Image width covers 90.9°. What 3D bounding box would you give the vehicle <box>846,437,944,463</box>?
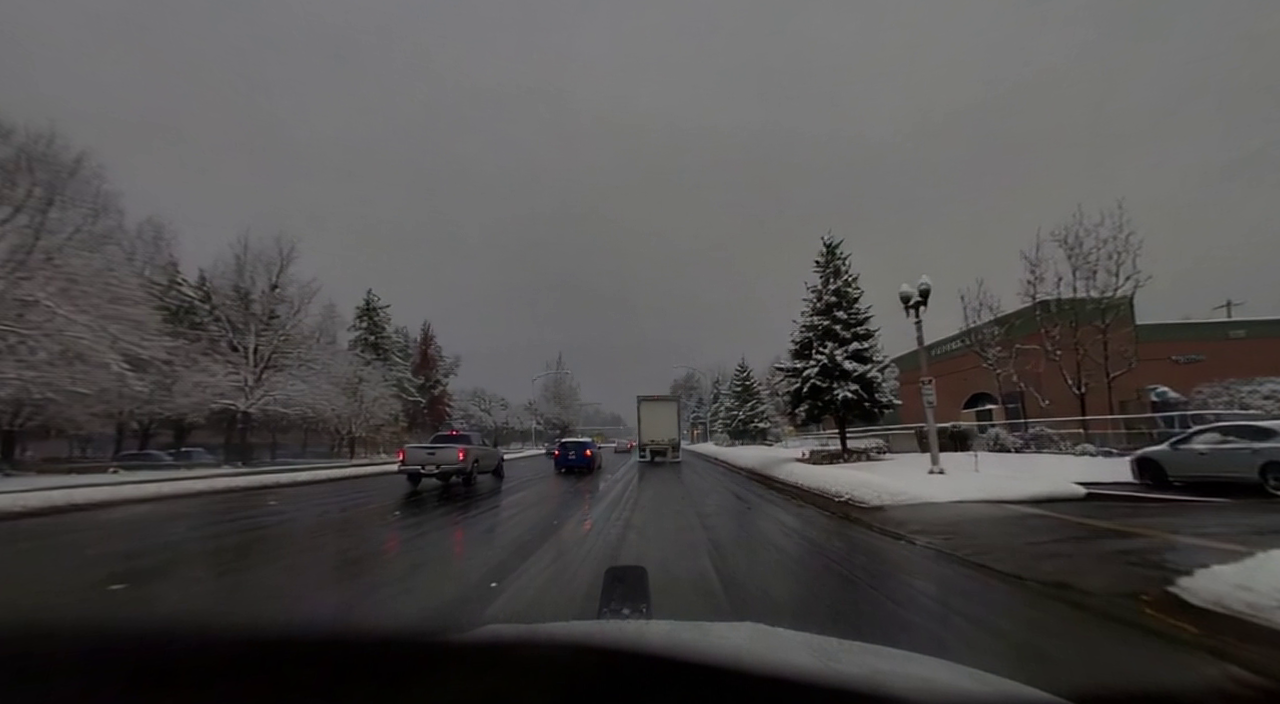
[{"bbox_3d":[14.874,5.749,36.906,4.830,1.472,2.042,0,-8,0],"label":"vehicle"}]

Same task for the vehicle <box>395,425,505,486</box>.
[{"bbox_3d":[-6.522,3.624,22.401,2.149,1.893,5.187,0,-8,2],"label":"vehicle"}]

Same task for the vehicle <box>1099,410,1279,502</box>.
[{"bbox_3d":[12.454,2.184,13.537,1.880,1.642,4.523,-1,-8,2],"label":"vehicle"}]

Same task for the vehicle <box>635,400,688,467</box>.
[{"bbox_3d":[1.244,5.116,38.970,2.905,3.644,8.441,0,-8,1],"label":"vehicle"}]

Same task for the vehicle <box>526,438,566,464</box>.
[{"bbox_3d":[-6.318,6.698,42.795,1.908,1.616,4.089,0,-8,2],"label":"vehicle"}]

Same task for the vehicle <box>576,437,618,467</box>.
[{"bbox_3d":[-2.526,6.006,38.035,2.114,1.663,4.381,0,-8,2],"label":"vehicle"}]
